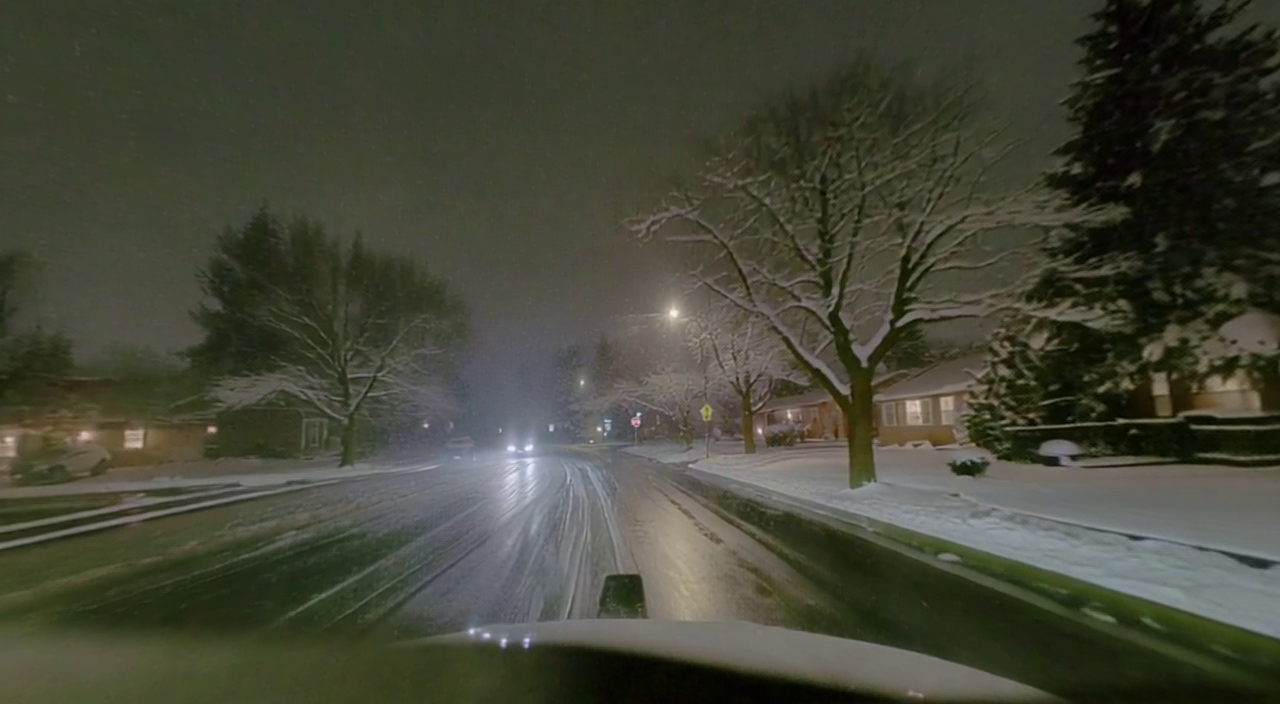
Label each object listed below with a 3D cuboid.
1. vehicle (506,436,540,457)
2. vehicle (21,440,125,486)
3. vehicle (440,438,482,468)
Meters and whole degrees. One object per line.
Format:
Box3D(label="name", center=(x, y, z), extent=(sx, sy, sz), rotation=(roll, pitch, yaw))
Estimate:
Box3D(label="vehicle", center=(-8.792, 7.166, 47.868), extent=(2.146, 1.506, 4.885), rotation=(1, -8, -7))
Box3D(label="vehicle", center=(-24.210, 4.700, 27.237), extent=(1.973, 1.787, 5.045), rotation=(4, -9, -27))
Box3D(label="vehicle", center=(-10.397, 5.879, 36.995), extent=(1.994, 1.656, 4.334), rotation=(2, -9, -12))
